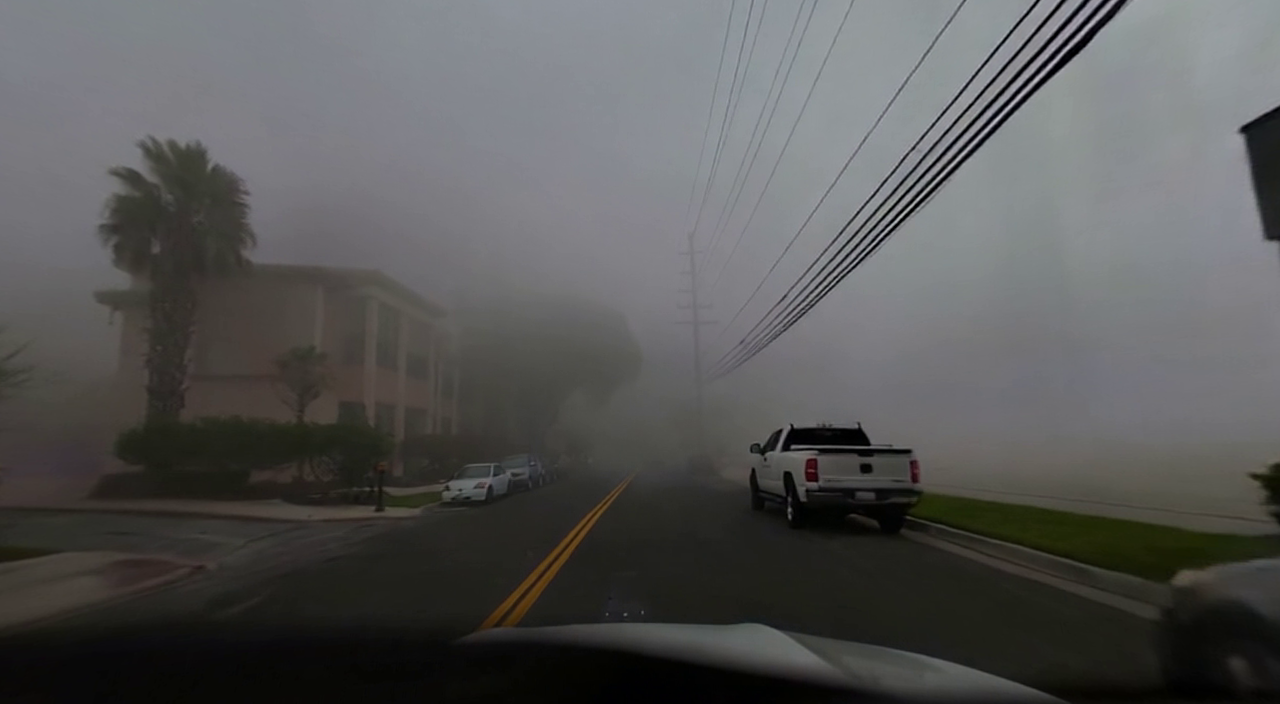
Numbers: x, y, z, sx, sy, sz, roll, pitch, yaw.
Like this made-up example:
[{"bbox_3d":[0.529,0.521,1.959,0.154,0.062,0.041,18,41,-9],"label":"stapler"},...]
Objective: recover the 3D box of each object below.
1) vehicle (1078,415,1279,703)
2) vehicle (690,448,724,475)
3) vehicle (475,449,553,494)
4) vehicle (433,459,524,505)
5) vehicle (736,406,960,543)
[{"bbox_3d":[3.499,0.786,1.006,2.060,1.513,4.741,0,-9,-2],"label":"vehicle"},{"bbox_3d":[4.320,7.131,41.319,1.948,1.607,4.873,0,-9,3],"label":"vehicle"},{"bbox_3d":[-5.523,5.314,28.518,2.286,1.836,5.088,0,-9,2],"label":"vehicle"},{"bbox_3d":[-5.750,4.680,23.106,1.982,1.453,4.577,0,-9,1],"label":"vehicle"},{"bbox_3d":[3.717,2.400,12.933,2.485,2.123,6.029,0,-9,0],"label":"vehicle"}]
